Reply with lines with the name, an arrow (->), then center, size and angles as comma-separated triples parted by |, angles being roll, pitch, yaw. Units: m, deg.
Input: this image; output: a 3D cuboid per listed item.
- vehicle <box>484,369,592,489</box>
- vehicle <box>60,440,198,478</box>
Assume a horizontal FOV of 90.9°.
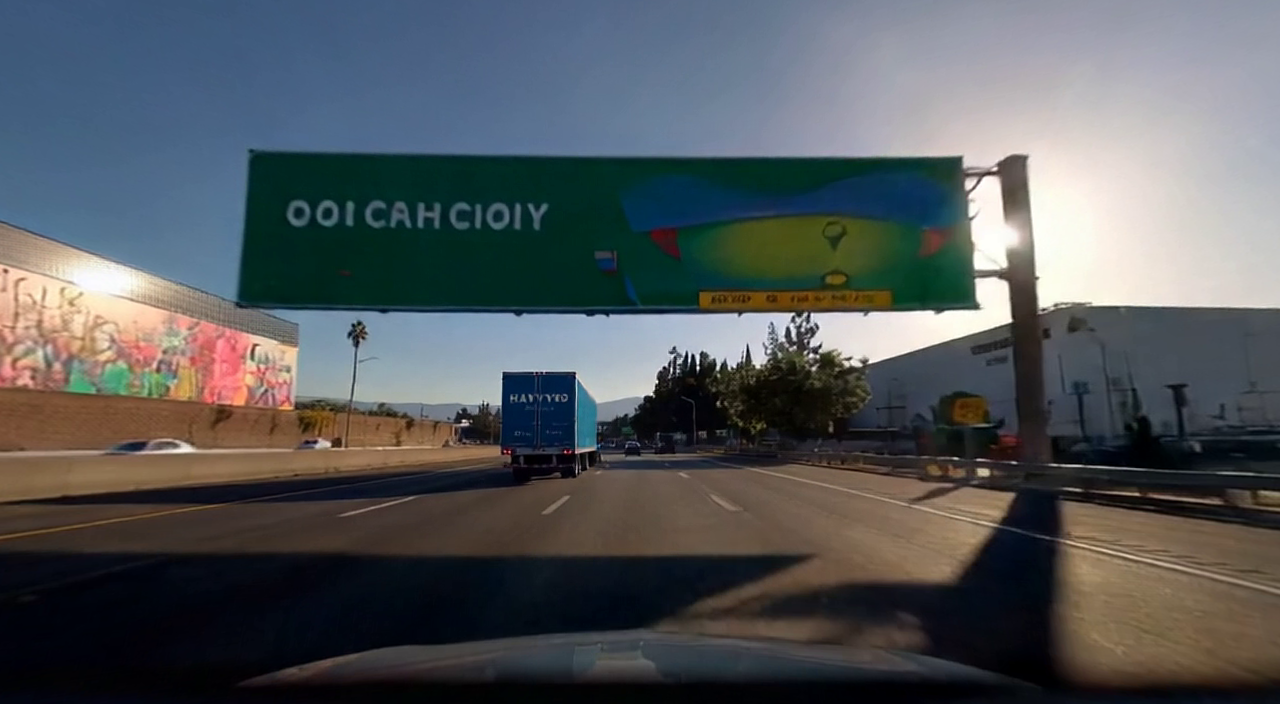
vehicle -> -3.846, 3.150, 26.230 | 2.977, 4.048, 8.890 | 2, -7, -1
vehicle -> -21.582, 4.523, 26.946 | 1.849, 1.491, 4.662 | -1, -8, 3
